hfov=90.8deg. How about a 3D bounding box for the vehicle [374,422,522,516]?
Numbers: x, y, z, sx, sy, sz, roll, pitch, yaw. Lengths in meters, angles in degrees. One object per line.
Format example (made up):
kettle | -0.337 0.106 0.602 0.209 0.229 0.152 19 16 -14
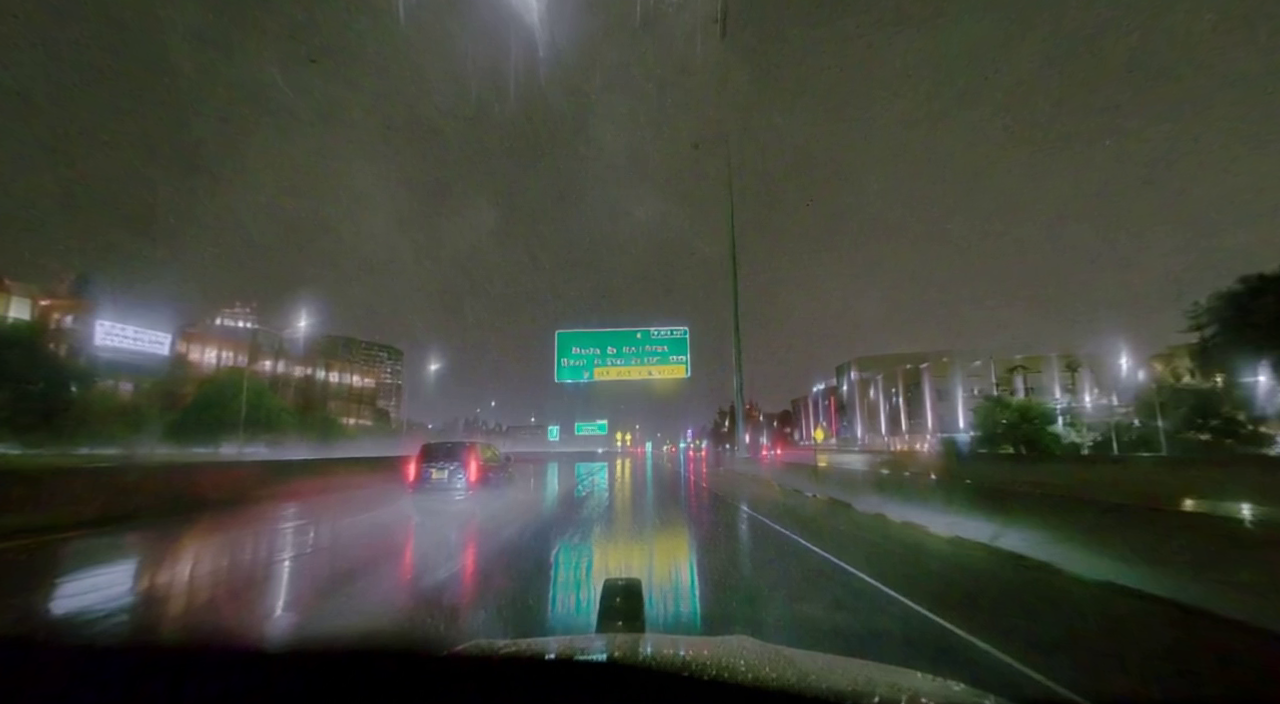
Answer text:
vehicle | -4.124 2.590 14.426 2.047 1.786 4.217 0 -8 0
